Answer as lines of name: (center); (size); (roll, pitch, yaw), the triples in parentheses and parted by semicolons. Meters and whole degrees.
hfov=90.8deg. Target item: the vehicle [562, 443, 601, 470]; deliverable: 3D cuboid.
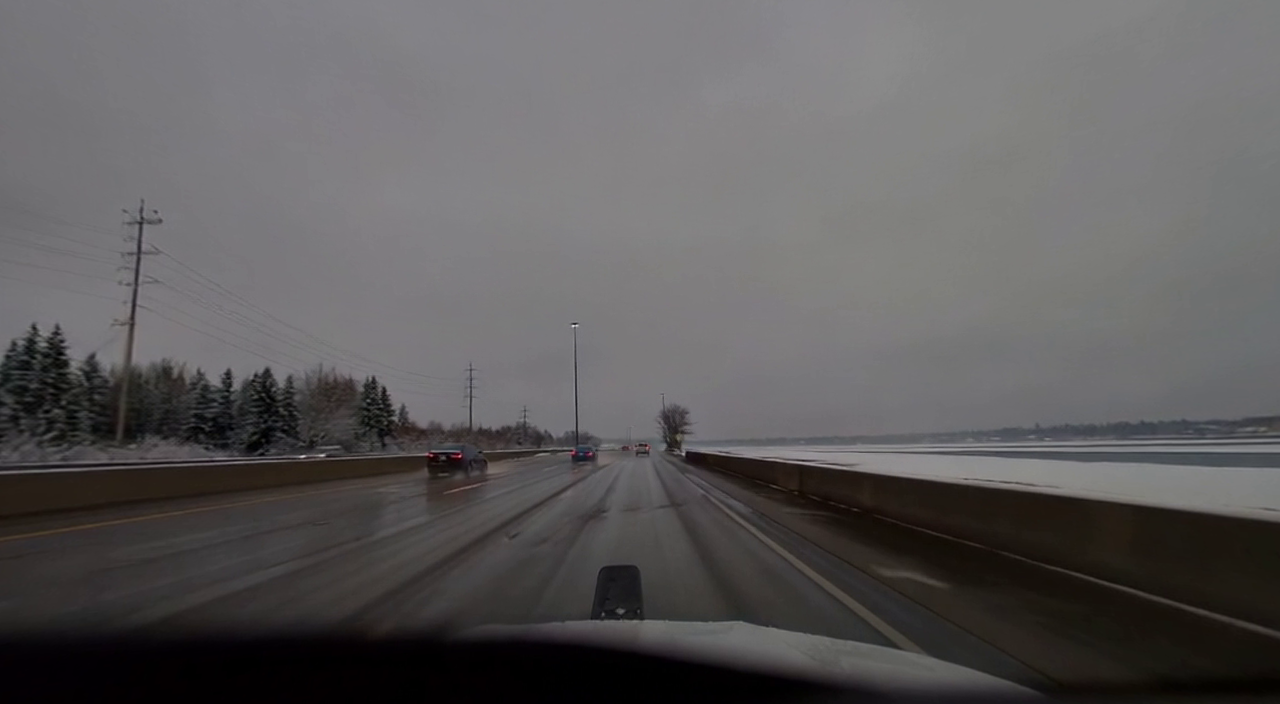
vehicle: (-3.505, 6.359, 38.609); (1.957, 1.494, 4.207); (0, -8, 1)

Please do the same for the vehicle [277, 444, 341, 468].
vehicle: (-22.634, 7.141, 43.404); (1.932, 1.530, 4.473); (0, -8, 0)

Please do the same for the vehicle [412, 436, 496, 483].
vehicle: (-7.454, 4.330, 25.790); (2.050, 1.717, 4.418); (0, -8, 0)
